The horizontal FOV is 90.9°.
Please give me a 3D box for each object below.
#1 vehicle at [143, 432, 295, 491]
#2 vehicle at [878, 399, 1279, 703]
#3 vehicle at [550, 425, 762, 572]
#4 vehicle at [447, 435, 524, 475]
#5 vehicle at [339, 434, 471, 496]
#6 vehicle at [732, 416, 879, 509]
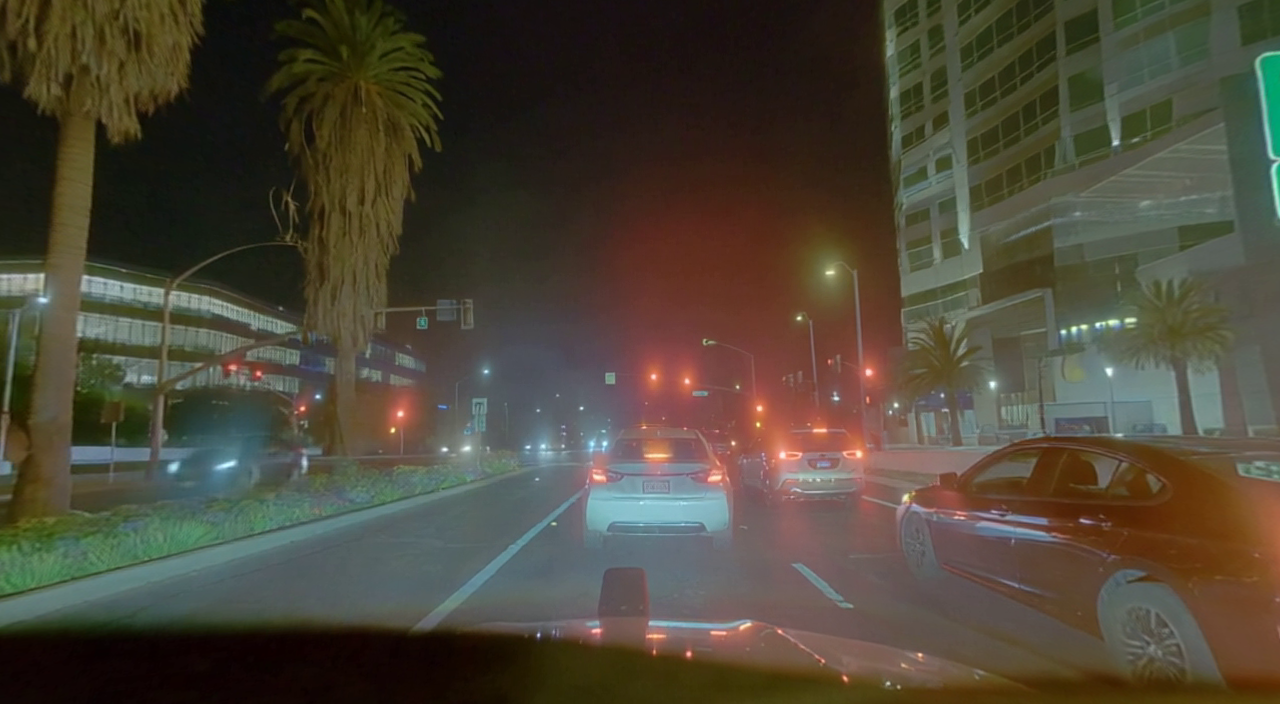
[{"bbox_3d":[-13.182,3.436,20.113,2.000,1.609,4.219,-1,-8,-2],"label":"vehicle"},{"bbox_3d":[3.535,1.226,4.471,1.910,1.490,4.661,0,-8,1],"label":"vehicle"},{"bbox_3d":[0.172,1.787,8.460,2.140,1.474,4.026,0,-8,1],"label":"vehicle"},{"bbox_3d":[-6.050,4.093,25.223,1.822,1.456,4.396,-1,-8,2],"label":"vehicle"},{"bbox_3d":[-6.256,3.050,17.362,1.900,1.487,4.165,0,-8,2],"label":"vehicle"},{"bbox_3d":[3.489,2.442,14.304,2.169,1.751,4.276,0,-8,0],"label":"vehicle"}]
